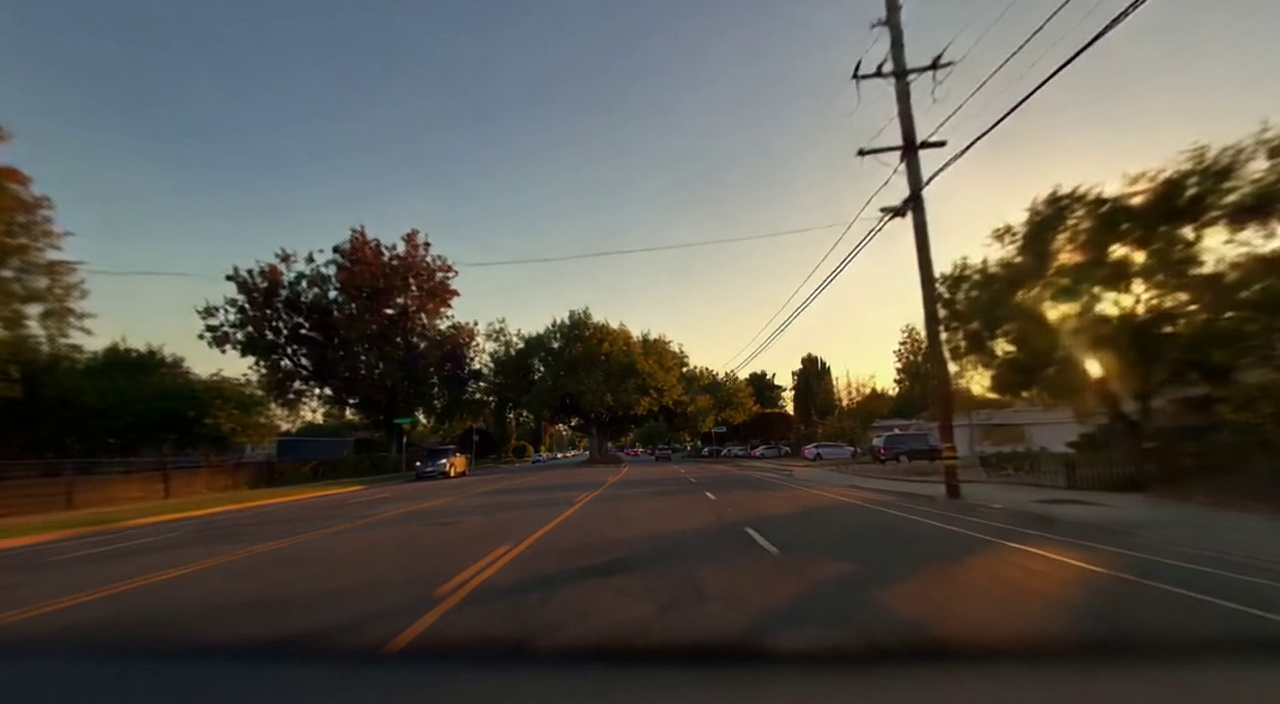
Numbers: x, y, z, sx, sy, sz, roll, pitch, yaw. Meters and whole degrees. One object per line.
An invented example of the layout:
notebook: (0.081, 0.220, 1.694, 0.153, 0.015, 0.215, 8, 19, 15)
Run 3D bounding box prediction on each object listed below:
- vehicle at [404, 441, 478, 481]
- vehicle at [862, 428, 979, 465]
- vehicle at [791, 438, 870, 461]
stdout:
vehicle: (-10.987, 6.091, 35.330, 2.347, 1.960, 5.167, -2, -10, 2)
vehicle: (13.843, 4.696, 31.385, 4.793, 1.744, 2.055, -1, -8, 1)
vehicle: (13.204, 6.802, 43.988, 4.767, 1.557, 1.994, 0, -9, -1)
